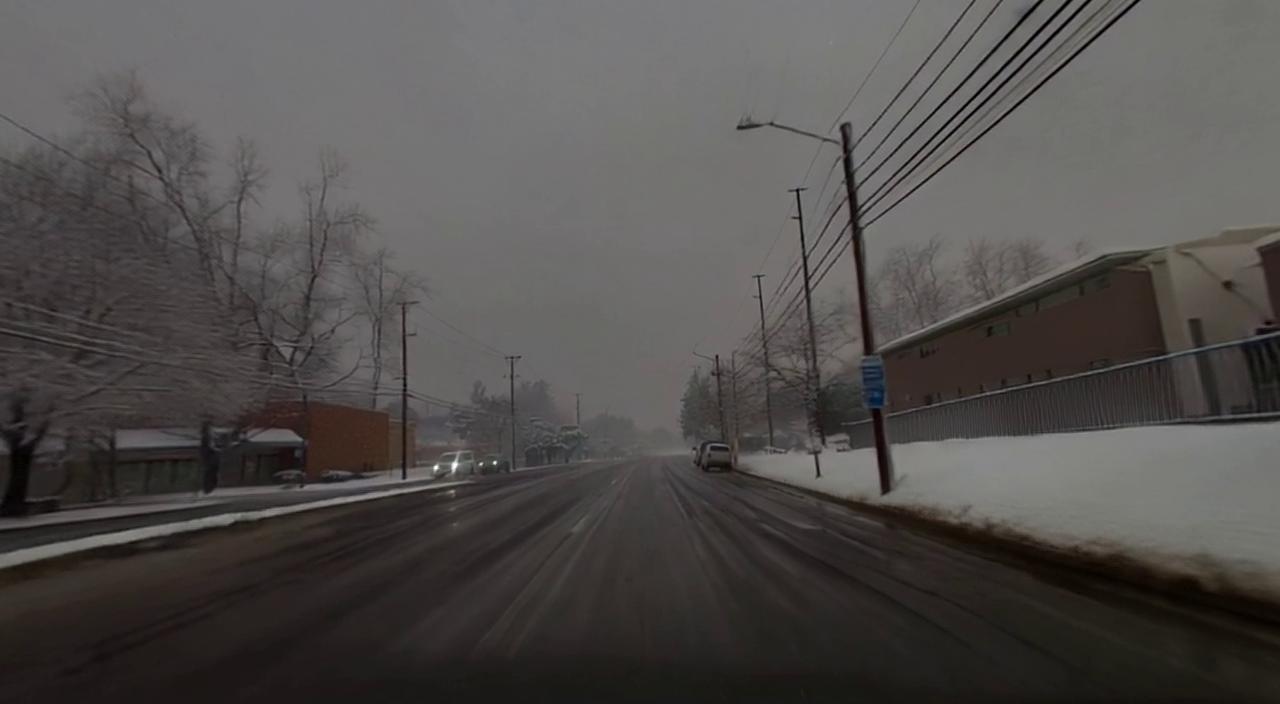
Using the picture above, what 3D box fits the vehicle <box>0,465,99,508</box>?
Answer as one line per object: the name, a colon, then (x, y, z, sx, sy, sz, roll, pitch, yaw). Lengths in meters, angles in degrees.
vehicle: (-32.023, 7.115, 33.324, 4.902, 1.635, 2.098, -6, -8, -15)
